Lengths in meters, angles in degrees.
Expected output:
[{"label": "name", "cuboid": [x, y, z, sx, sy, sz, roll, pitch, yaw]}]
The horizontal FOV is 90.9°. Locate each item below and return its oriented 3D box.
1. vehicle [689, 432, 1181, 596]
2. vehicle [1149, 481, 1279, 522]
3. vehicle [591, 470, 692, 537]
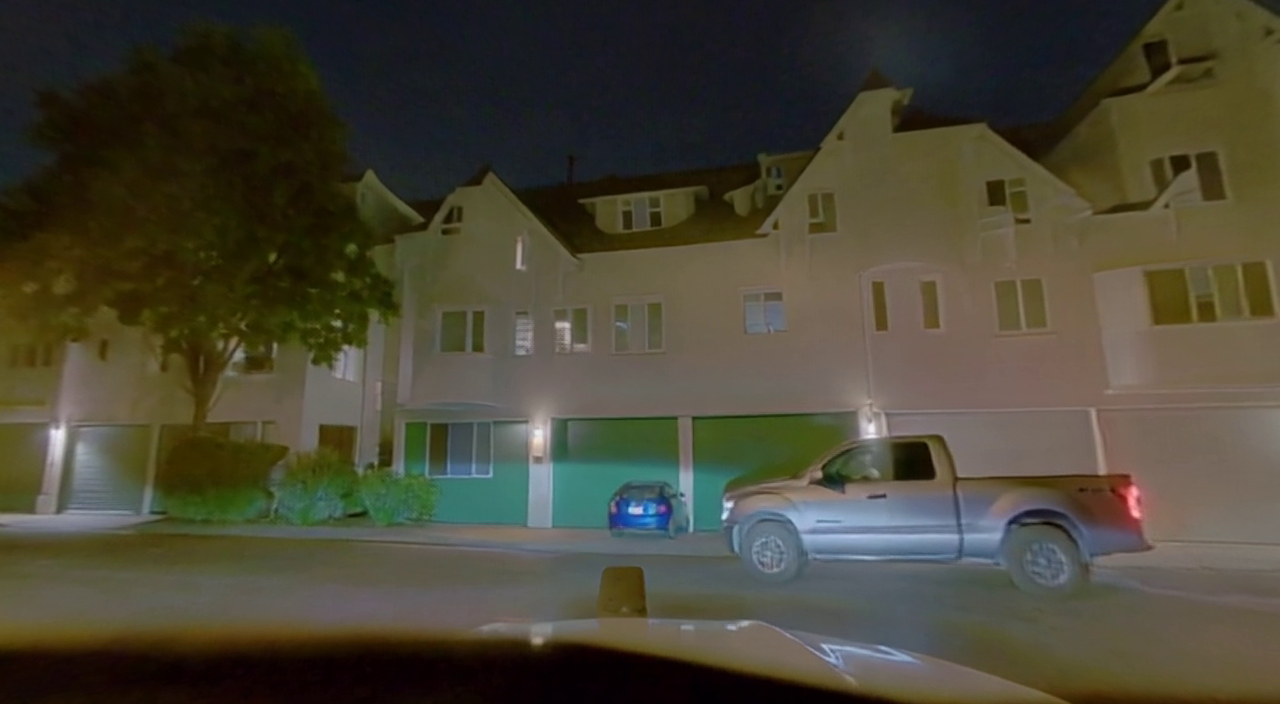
[{"label": "vehicle", "cuboid": [3.660, 2.108, 8.972, 5.600, 1.835, 2.161, -2, -9, 14]}, {"label": "vehicle", "cuboid": [23.637, 6.099, 25.820, 3.897, 1.416, 1.703, -2, -9, 14]}, {"label": "vehicle", "cuboid": [0.152, 4.294, 18.260, 1.869, 1.460, 3.826, -5, -9, 15]}]
